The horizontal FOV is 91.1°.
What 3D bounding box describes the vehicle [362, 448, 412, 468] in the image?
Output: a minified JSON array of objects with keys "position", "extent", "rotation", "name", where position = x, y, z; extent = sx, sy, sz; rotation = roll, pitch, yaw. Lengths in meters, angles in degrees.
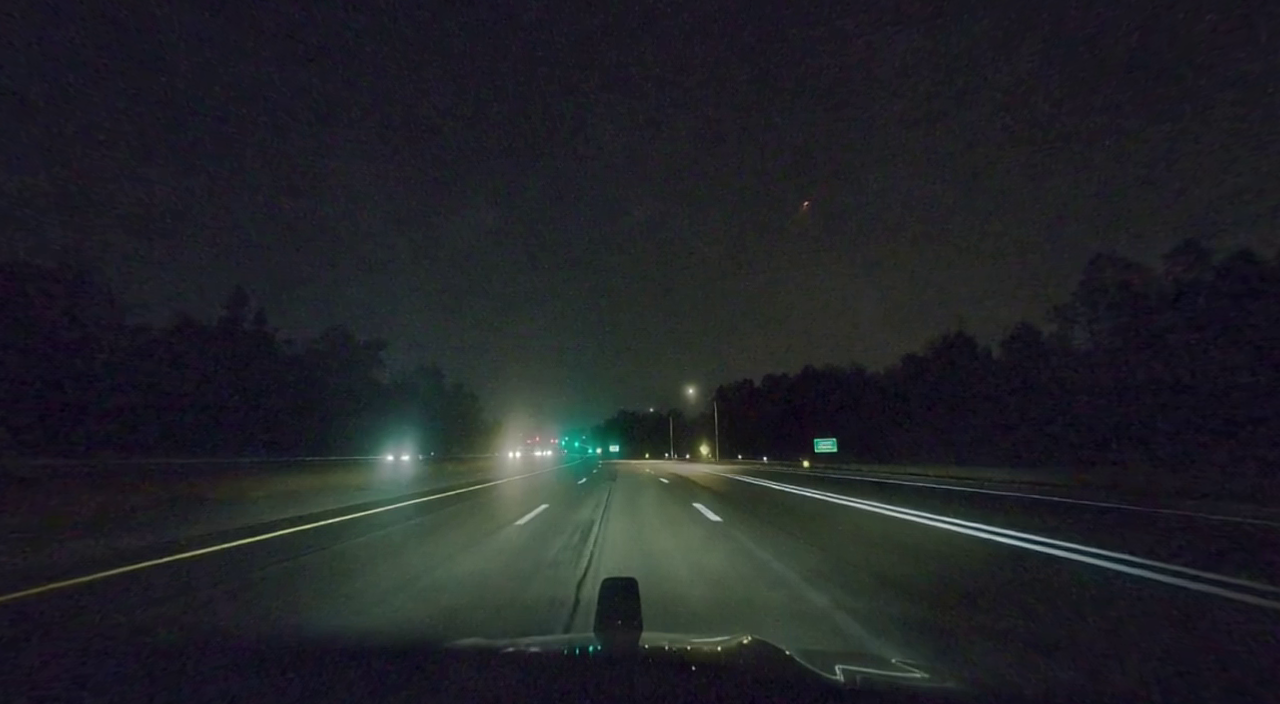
[{"position":[-18.864,7.904,47.015],"extent":[1.832,1.454,4.661],"rotation":[0,-9,-1],"name":"vehicle"}]
